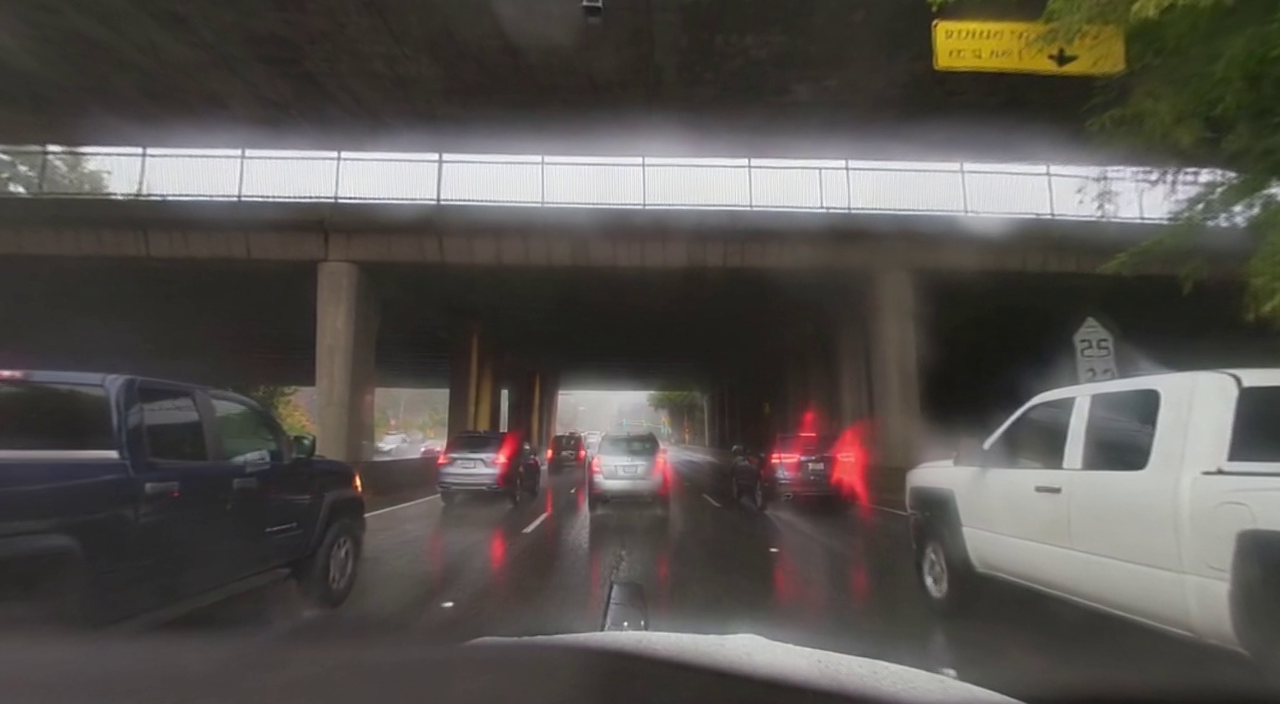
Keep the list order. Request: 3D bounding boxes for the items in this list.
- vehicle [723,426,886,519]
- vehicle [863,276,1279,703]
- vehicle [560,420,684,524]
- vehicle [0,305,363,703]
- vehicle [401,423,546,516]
[{"bbox_3d":[3.436,2.657,14.557,2.234,1.720,5.378,0,-9,-1],"label":"vehicle"},{"bbox_3d":[3.692,1.017,4.543,2.401,1.968,4.841,0,-9,1],"label":"vehicle"},{"bbox_3d":[-0.352,2.332,12.686,2.097,1.748,3.794,0,-9,-1],"label":"vehicle"},{"bbox_3d":[-3.432,0.840,3.025,2.074,1.814,4.596,0,-9,0],"label":"vehicle"},{"bbox_3d":[-3.437,2.521,13.963,2.127,1.720,4.064,0,-9,-1],"label":"vehicle"}]
